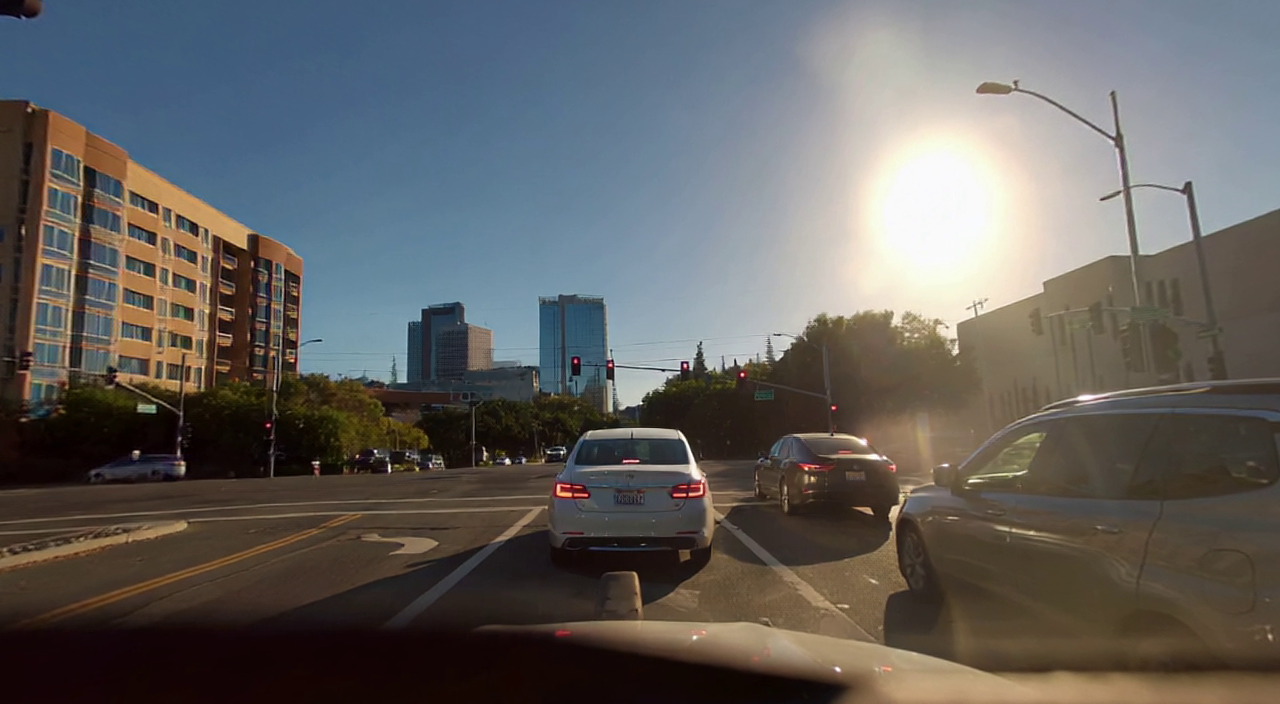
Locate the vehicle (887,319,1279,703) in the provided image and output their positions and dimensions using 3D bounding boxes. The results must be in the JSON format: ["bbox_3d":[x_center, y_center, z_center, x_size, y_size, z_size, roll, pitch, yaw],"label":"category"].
[{"bbox_3d":[3.001,0.868,2.663,2.103,1.701,4.294,0,-8,-1],"label":"vehicle"}]

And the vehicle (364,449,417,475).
[{"bbox_3d":[-18.730,8.259,47.688,2.026,1.836,4.726,0,-8,0],"label":"vehicle"}]

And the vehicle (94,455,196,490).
[{"bbox_3d":[-28.240,6.865,36.110,4.448,1.837,2.021,-2,-9,11],"label":"vehicle"}]

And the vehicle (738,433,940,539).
[{"bbox_3d":[3.154,2.218,11.145,2.001,1.463,4.398,0,-8,-2],"label":"vehicle"}]

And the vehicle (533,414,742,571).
[{"bbox_3d":[-0.072,1.779,8.740,2.188,1.637,4.027,0,-8,-1],"label":"vehicle"}]
